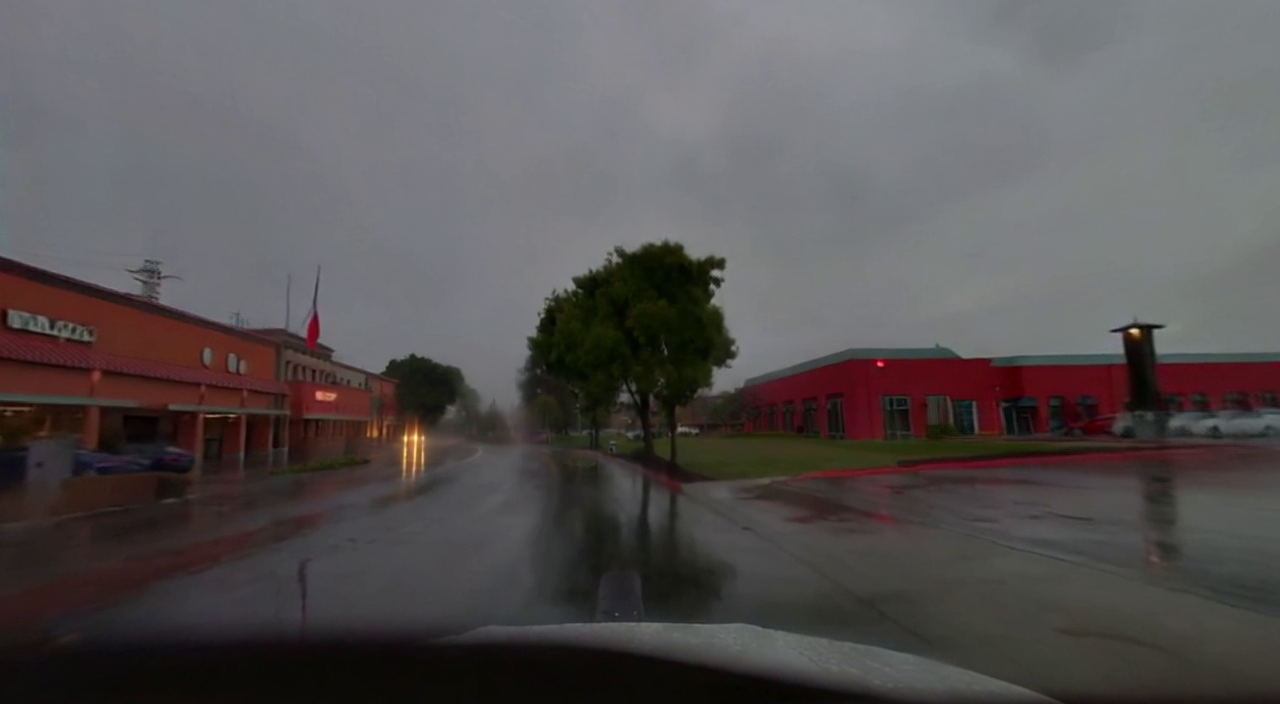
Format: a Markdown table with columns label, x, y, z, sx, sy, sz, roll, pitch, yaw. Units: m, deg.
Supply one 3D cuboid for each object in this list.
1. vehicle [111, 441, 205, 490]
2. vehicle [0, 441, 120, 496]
| label | x | y | z | sx | sy | sz | roll | pitch | yaw |
| --- | --- | --- | --- | --- | --- | --- | --- | --- | --- |
| vehicle | -17.078 | 3.973 | 22.464 | 1.778 | 1.584 | 2.802 | 2 | -8 | -19 |
| vehicle | -19.782 | 3.913 | 21.612 | 1.907 | 1.642 | 4.020 | 3 | -9 | -25 |
